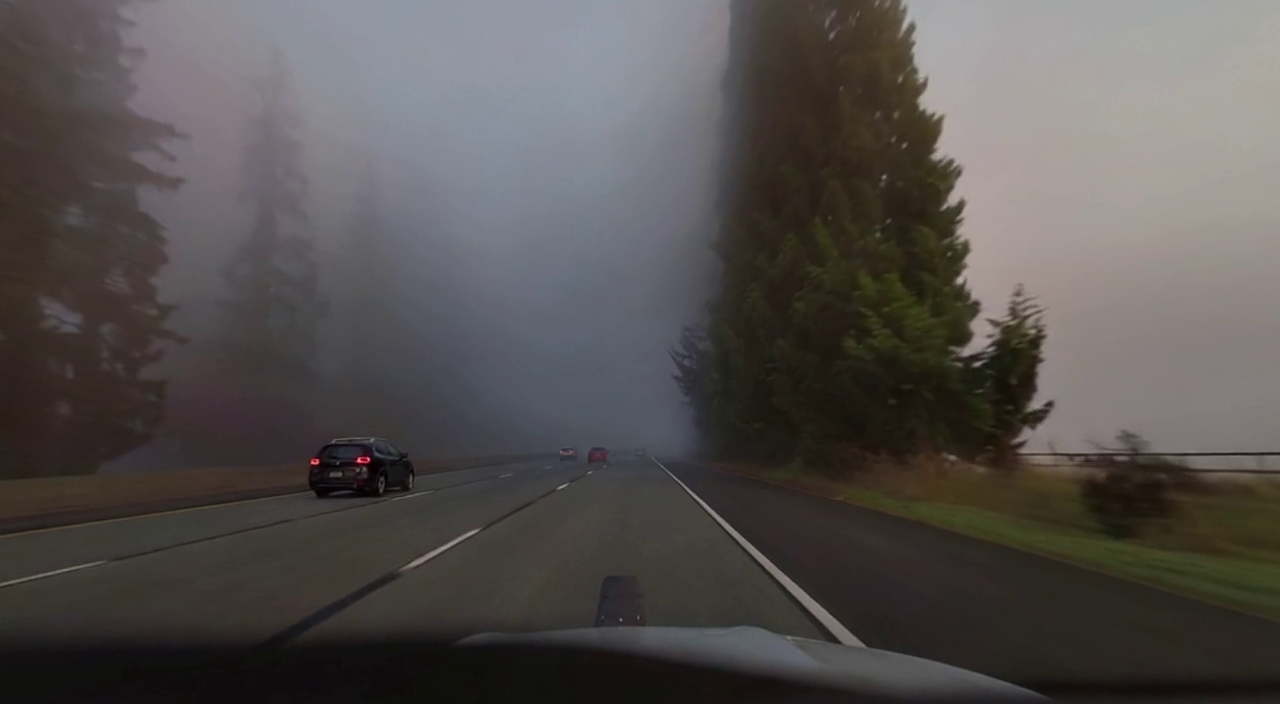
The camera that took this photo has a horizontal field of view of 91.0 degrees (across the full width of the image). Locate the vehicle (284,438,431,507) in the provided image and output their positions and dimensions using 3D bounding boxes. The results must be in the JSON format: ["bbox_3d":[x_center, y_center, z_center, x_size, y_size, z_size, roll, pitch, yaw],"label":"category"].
[{"bbox_3d":[-7.385,3.180,17.022,2.007,1.616,4.141,0,-9,1],"label":"vehicle"}]
